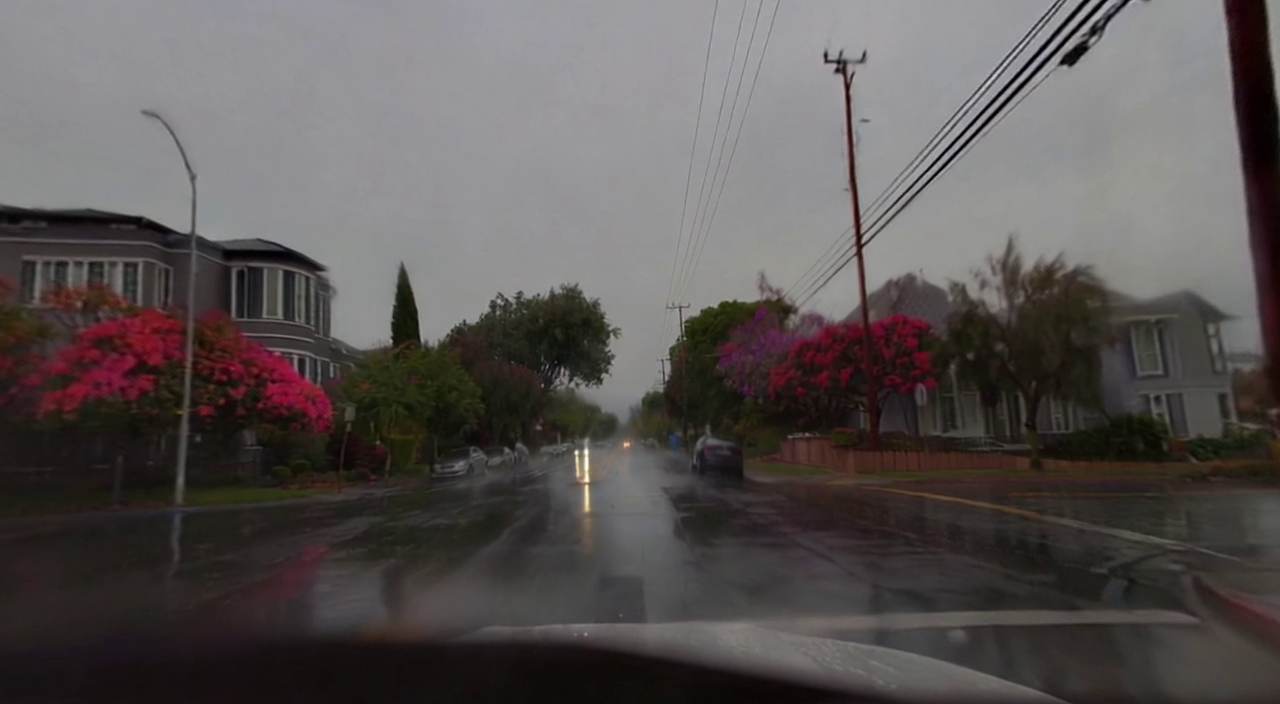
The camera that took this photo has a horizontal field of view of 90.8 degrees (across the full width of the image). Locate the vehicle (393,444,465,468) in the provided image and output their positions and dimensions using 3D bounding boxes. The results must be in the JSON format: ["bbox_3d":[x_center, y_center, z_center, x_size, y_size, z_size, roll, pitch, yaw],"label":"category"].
[{"bbox_3d":[-13.484,6.661,40.585,3.905,1.480,1.892,0,-9,0],"label":"vehicle"}]

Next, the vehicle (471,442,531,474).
[{"bbox_3d":[-7.149,5.493,32.925,1.957,1.549,4.527,0,-8,2],"label":"vehicle"}]

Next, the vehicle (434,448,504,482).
[{"bbox_3d":[-7.289,4.835,27.329,1.926,1.307,3.909,0,-9,0],"label":"vehicle"}]

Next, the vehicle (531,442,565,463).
[{"bbox_3d":[-7.134,7.822,49.178,1.914,1.508,4.653,0,-8,0],"label":"vehicle"}]

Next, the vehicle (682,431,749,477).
[{"bbox_3d":[3.004,4.203,26.128,2.114,1.708,4.474,0,-9,-1],"label":"vehicle"}]
